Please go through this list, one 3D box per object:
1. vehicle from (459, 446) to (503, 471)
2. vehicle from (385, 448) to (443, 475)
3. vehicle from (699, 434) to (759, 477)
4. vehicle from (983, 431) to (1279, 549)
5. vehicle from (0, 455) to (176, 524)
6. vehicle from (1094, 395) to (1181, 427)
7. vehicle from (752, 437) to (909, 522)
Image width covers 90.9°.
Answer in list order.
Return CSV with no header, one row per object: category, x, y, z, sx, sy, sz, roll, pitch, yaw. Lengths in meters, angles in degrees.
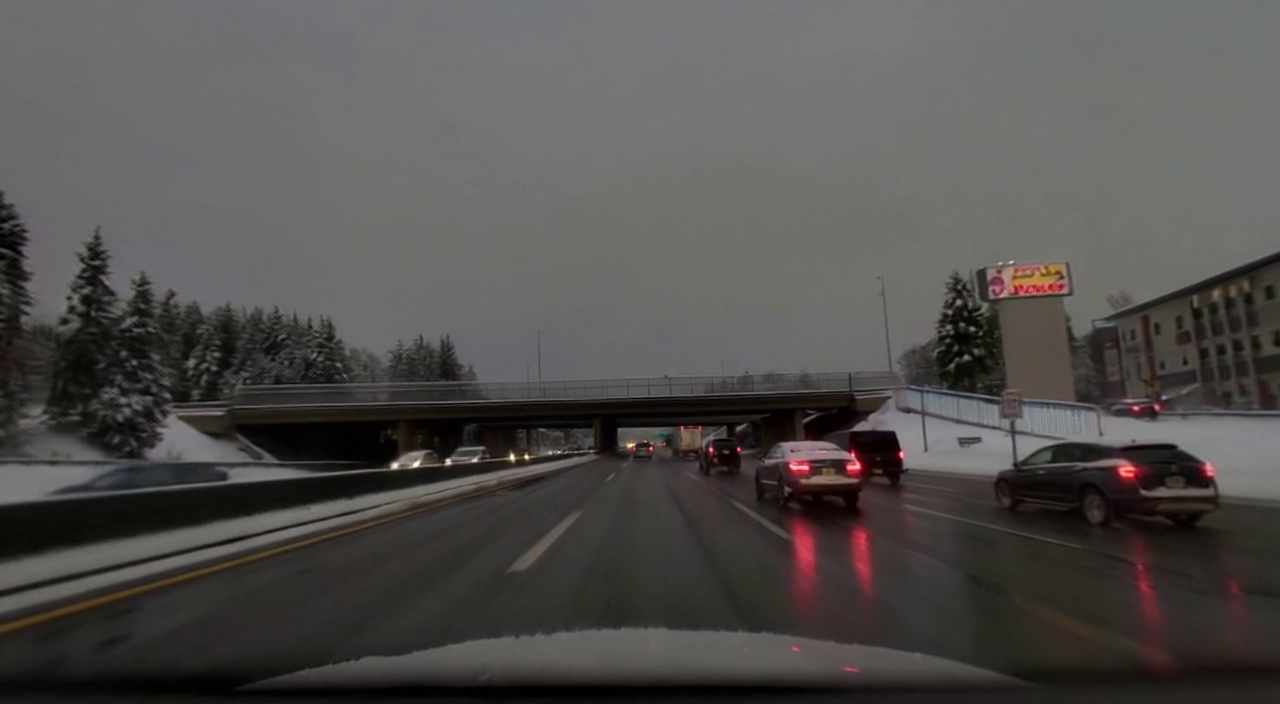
vehicle,-11.394,7.646,45.601,1.894,1.647,4.514,0,-8,2
vehicle,-15.071,7.284,42.312,1.968,1.663,5.013,0,-8,1
vehicle,4.150,4.920,30.245,2.086,1.858,4.737,0,-8,-1
vehicle,7.751,2.074,10.221,1.919,1.476,4.303,0,-8,0
vehicle,-14.972,3.519,16.704,1.897,1.497,4.446,0,-8,1
vehicle,33.504,4.046,42.681,2.131,1.840,4.870,-1,-8,4
vehicle,3.805,2.606,13.514,1.902,1.481,4.451,0,-8,-1
